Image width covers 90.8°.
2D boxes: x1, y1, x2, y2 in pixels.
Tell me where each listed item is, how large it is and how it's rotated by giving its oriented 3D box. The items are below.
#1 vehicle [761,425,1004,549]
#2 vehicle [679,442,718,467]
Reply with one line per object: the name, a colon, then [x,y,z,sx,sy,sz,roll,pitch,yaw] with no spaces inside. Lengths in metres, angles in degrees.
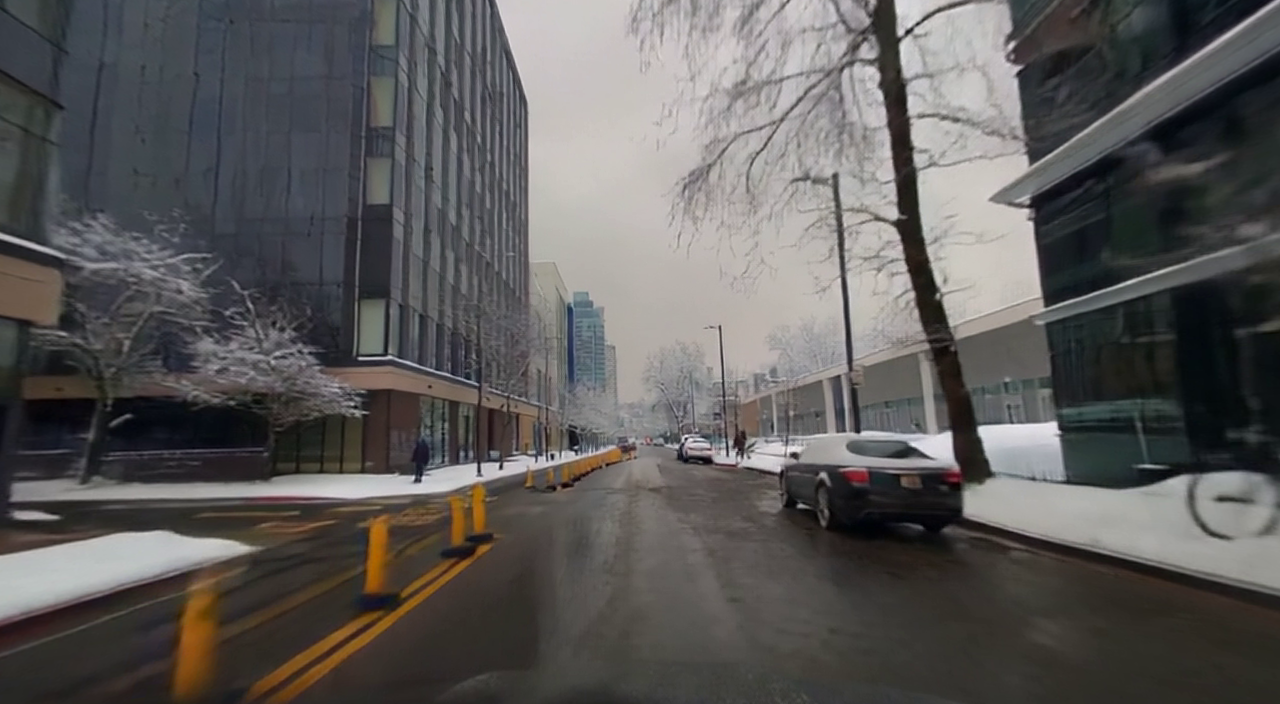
vehicle: [3.387,1.974,10.102,1.963,1.445,4.948,-1,-8,1]
vehicle: [3.726,6.568,40.676,2.020,1.448,4.220,-1,-8,-1]
